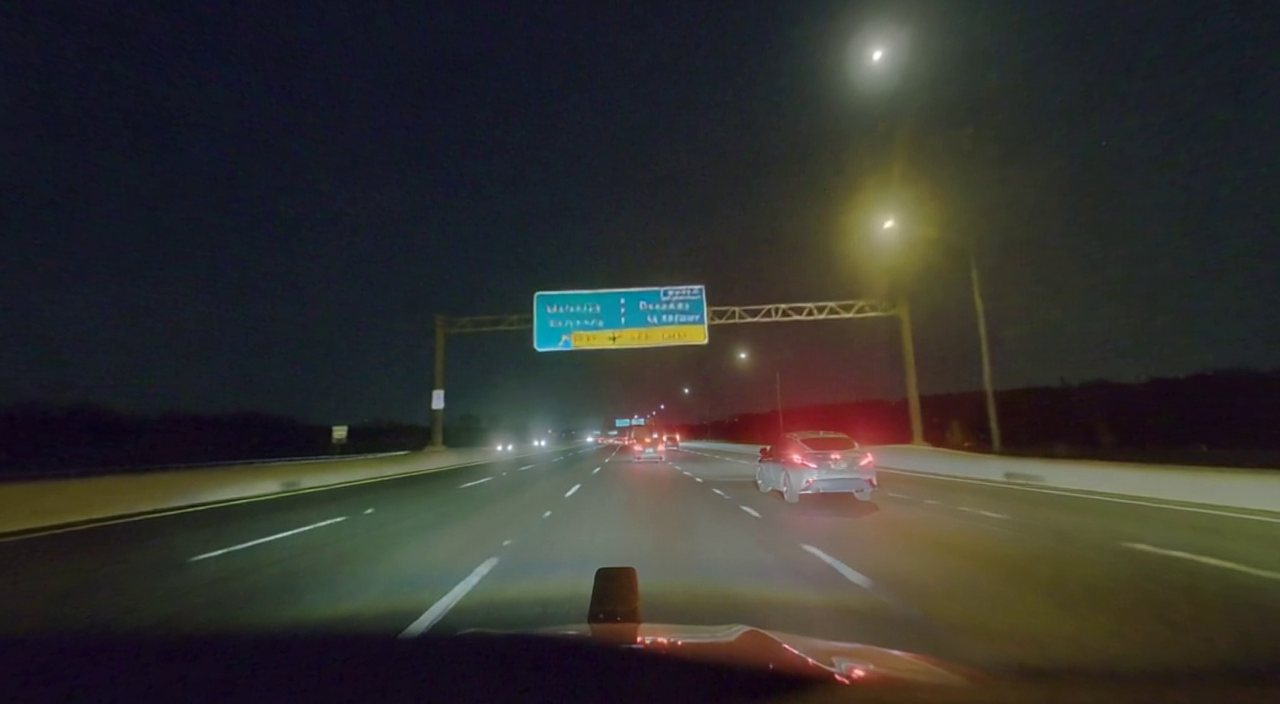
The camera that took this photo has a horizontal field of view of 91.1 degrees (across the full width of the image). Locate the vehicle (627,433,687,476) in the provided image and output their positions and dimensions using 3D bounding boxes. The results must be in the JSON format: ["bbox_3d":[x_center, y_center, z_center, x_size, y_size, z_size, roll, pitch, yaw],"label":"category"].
[{"bbox_3d":[0.539,3.837,23.839,2.046,1.467,3.844,0,-8,-2],"label":"vehicle"}]
